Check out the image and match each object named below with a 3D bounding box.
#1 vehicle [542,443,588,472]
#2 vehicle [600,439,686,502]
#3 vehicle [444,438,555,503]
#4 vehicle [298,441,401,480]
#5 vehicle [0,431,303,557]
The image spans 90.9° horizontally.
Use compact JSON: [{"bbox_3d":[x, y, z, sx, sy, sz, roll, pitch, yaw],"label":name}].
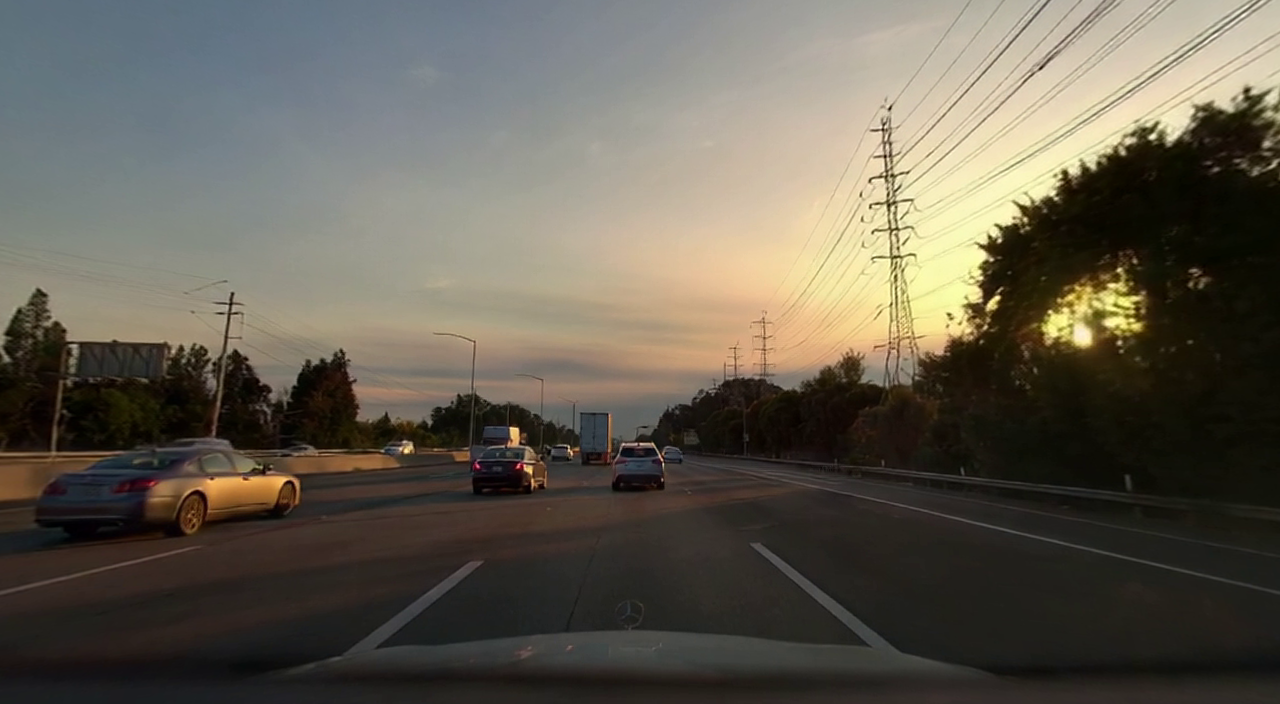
[{"bbox_3d":[-4.008,5.705,34.336,2.013,1.437,3.801,0,-9,0],"label":"vehicle"},{"bbox_3d":[-0.008,3.132,17.129,2.018,1.470,4.491,0,-9,-2],"label":"vehicle"},{"bbox_3d":[-3.511,3.037,16.581,1.912,1.464,4.115,0,-9,1],"label":"vehicle"},{"bbox_3d":[-12.286,4.606,27.122,2.089,1.500,4.780,0,-9,1],"label":"vehicle"},{"bbox_3d":[-7.383,2.004,9.681,1.867,1.445,4.499,0,-9,1],"label":"vehicle"}]
